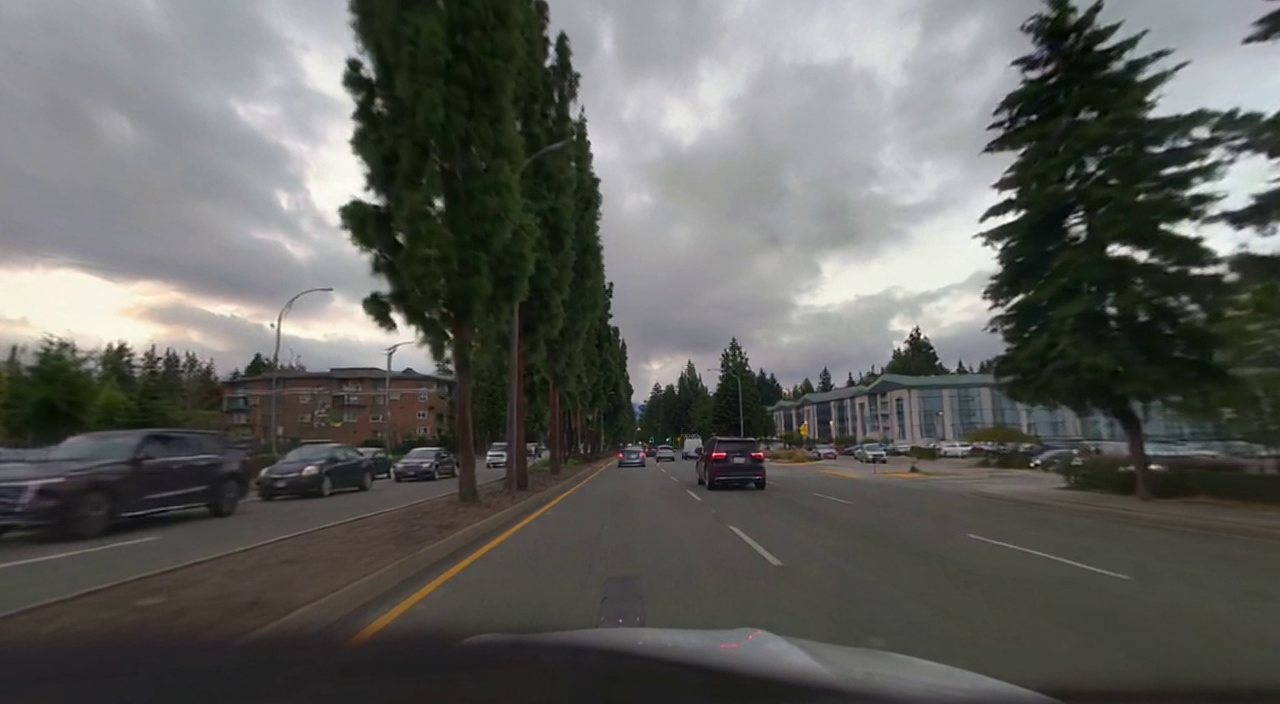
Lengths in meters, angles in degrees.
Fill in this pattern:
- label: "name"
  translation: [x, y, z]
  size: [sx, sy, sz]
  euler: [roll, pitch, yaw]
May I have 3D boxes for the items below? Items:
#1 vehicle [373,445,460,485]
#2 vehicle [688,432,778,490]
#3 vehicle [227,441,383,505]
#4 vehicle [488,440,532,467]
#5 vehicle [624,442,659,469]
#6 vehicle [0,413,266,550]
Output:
- label: "vehicle"
  translation: [-9.070, 4.593, 26.020]
  size: [1.938, 1.464, 4.340]
  euler: [0, -9, 1]
- label: "vehicle"
  translation: [3.103, 3.795, 22.252]
  size: [2.235, 1.806, 4.818]
  euler: [0, -9, -2]
- label: "vehicle"
  translation: [-8.871, 3.214, 17.230]
  size: [1.864, 1.500, 4.294]
  euler: [0, -9, 0]
- label: "vehicle"
  translation: [-9.483, 7.472, 46.539]
  size: [2.165, 1.863, 4.880]
  euler: [0, -9, 0]
- label: "vehicle"
  translation: [0.054, 6.576, 40.293]
  size: [2.145, 1.572, 4.021]
  euler: [0, -9, -1]
- label: "vehicle"
  translation: [-9.008, 2.113, 10.984]
  size: [2.024, 1.822, 4.824]
  euler: [0, -9, 0]
